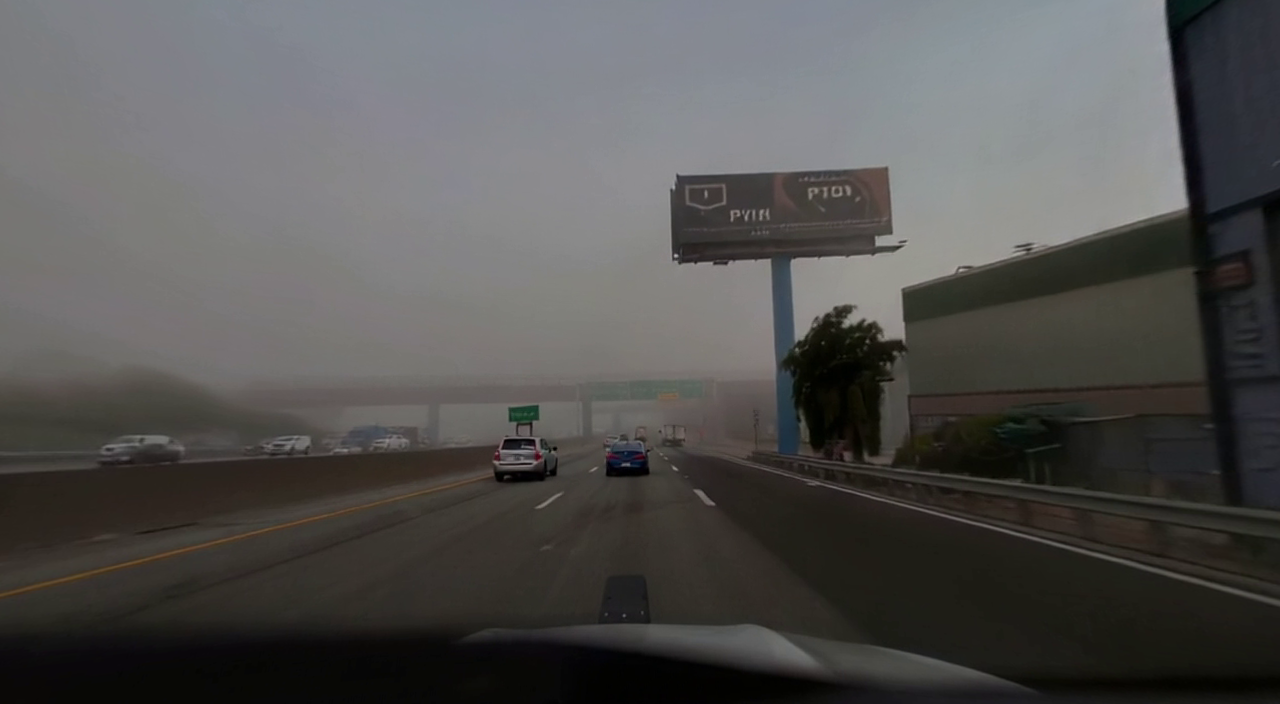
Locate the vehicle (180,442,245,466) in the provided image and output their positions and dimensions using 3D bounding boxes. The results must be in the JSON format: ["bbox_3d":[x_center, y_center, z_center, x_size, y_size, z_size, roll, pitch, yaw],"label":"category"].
[{"bbox_3d":[-31.836,7.608,47.123,2.033,1.678,4.024,0,-8,0],"label":"vehicle"}]

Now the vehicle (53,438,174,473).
[{"bbox_3d":[-35.778,7.034,43.219,2.380,2.226,6.610,-1,-8,3],"label":"vehicle"}]

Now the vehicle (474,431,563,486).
[{"bbox_3d":[-3.855,3.463,20.838,2.064,1.589,4.213,0,-8,1],"label":"vehicle"}]

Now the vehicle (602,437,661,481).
[{"bbox_3d":[-0.284,3.676,22.017,1.877,1.386,3.872,0,-8,0],"label":"vehicle"}]
